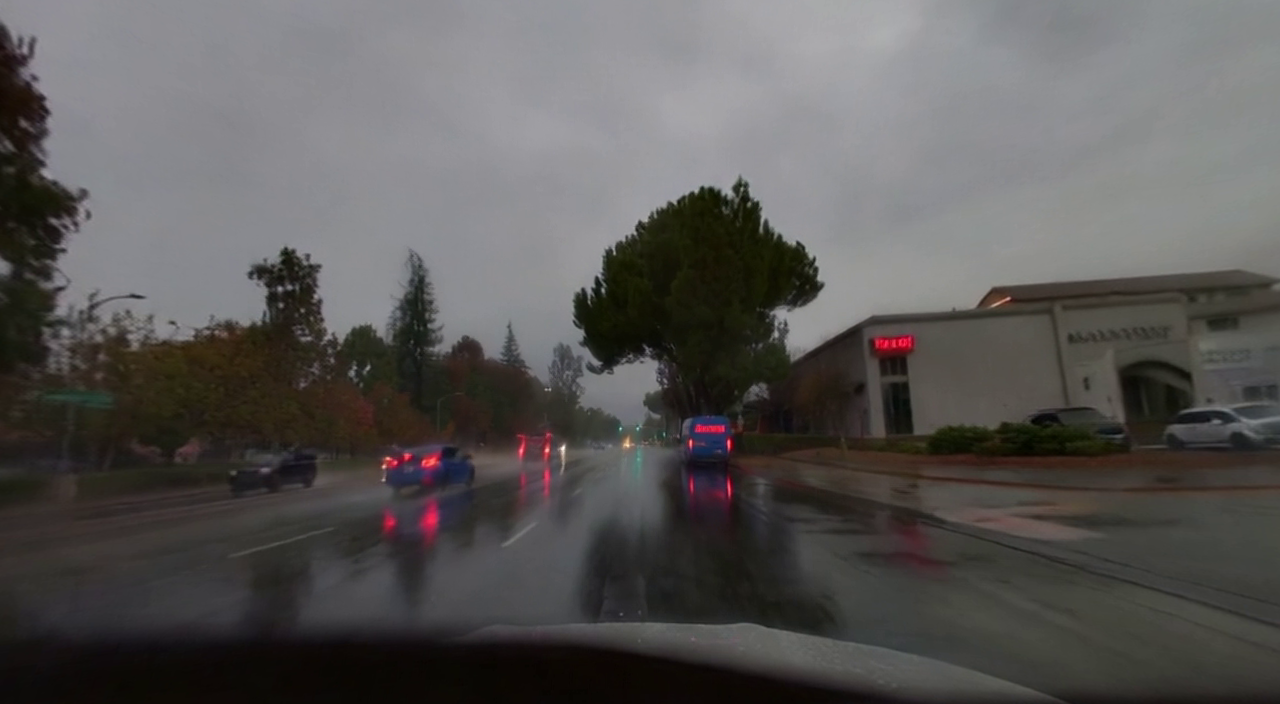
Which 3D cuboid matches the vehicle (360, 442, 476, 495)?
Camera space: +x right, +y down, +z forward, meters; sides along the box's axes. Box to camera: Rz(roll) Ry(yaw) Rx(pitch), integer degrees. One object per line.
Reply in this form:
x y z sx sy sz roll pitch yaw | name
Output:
-6.743 3.564 19.790 1.970 1.456 4.441 0 -9 1 | vehicle

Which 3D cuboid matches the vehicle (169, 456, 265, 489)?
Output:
-21.781 6.208 32.786 1.819 1.489 4.509 0 -9 1 | vehicle

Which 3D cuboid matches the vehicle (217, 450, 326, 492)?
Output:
-15.061 4.838 26.129 1.838 1.549 4.283 0 -9 1 | vehicle

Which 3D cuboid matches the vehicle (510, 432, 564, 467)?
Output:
-6.445 6.196 40.122 2.332 2.039 5.678 0 -9 1 | vehicle

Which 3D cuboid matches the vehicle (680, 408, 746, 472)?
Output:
3.628 4.559 32.474 2.791 3.026 4.668 0 -9 0 | vehicle
